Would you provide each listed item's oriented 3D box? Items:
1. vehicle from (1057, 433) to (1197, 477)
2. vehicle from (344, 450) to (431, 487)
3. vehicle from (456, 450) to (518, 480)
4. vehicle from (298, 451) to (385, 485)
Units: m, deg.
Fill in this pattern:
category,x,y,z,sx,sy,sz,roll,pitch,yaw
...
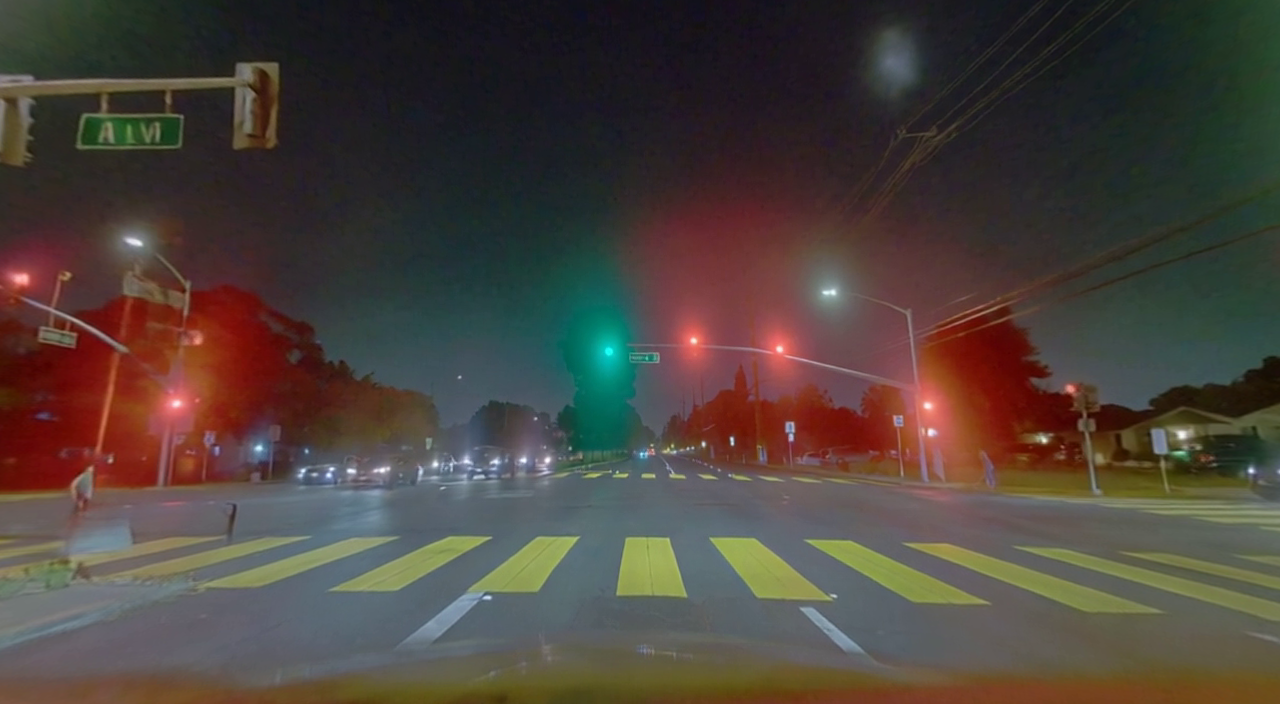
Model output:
category,x,y,z,sx,sy,sz,roll,pitch,yaw
vehicle,25.271,5.362,33.064,2.177,2.086,5.514,2,-9,-14
vehicle,-11.001,5.094,27.834,2.007,1.451,4.242,0,-9,1
vehicle,-7.711,5.724,32.237,1.958,1.415,4.312,0,-9,2
vehicle,-14.578,5.675,31.113,2.035,1.470,4.677,0,-9,0
